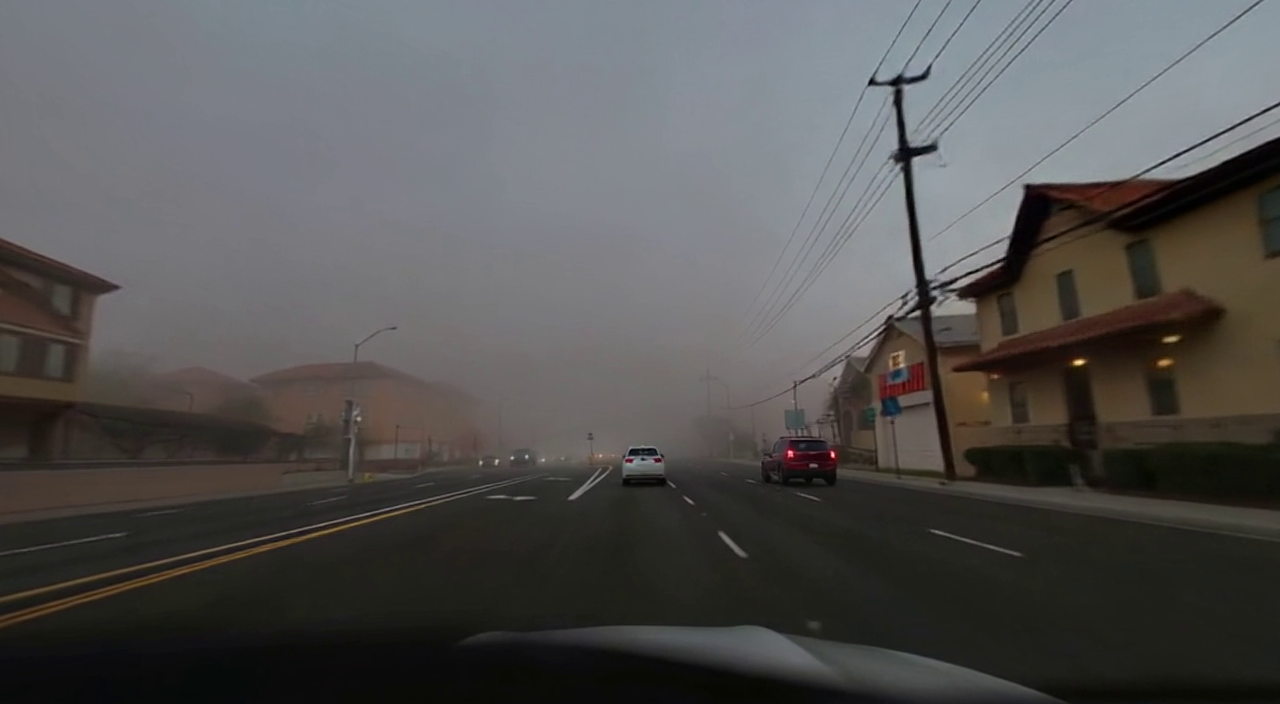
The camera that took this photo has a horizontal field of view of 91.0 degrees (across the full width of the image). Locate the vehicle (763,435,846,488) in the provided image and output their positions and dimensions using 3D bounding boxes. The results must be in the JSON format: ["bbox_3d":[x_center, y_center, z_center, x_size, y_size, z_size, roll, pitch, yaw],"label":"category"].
[{"bbox_3d":[6.278,4.229,24.595,2.061,1.889,4.268,0,-9,-1],"label":"vehicle"}]

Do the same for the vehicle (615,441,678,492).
[{"bbox_3d":[0.188,4.178,23.375,2.138,1.702,4.168,0,-9,-1],"label":"vehicle"}]
